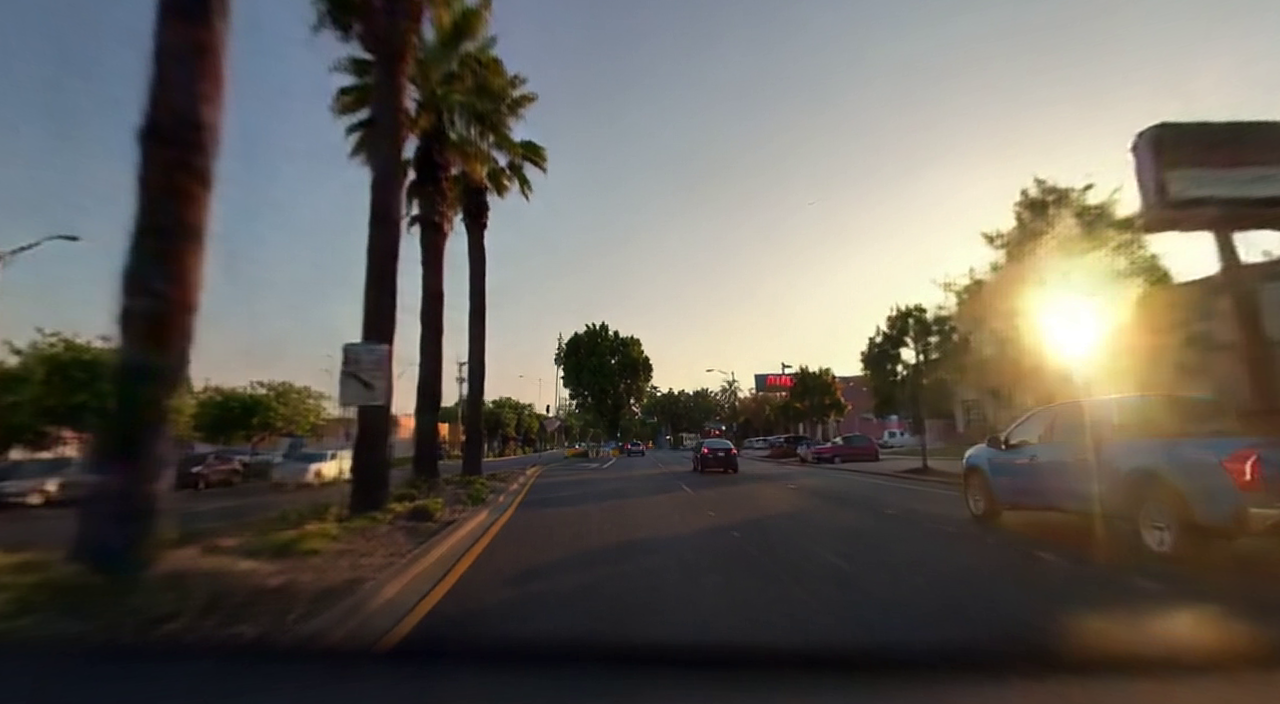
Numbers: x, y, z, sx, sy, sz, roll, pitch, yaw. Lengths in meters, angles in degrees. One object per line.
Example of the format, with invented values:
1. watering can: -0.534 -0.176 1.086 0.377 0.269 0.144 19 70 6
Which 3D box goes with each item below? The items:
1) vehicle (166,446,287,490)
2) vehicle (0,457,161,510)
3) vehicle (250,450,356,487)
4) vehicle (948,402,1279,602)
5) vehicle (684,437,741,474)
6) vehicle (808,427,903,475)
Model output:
1. vehicle: -19.005 5.299 29.428 2.066 1.825 5.291 0 -9 0
2. vehicle: -19.318 4.396 21.626 1.871 1.519 5.002 0 -9 1
3. vehicle: -15.458 5.334 29.366 2.174 1.509 4.958 0 -9 0
4. vehicle: 6.238 1.610 7.775 2.140 1.606 5.437 0 -9 0
5. vehicle: 3.176 4.631 28.428 1.889 1.541 4.303 0 -9 -2
6. vehicle: 10.332 4.820 30.944 2.417 2.061 5.980 0 -9 -1
